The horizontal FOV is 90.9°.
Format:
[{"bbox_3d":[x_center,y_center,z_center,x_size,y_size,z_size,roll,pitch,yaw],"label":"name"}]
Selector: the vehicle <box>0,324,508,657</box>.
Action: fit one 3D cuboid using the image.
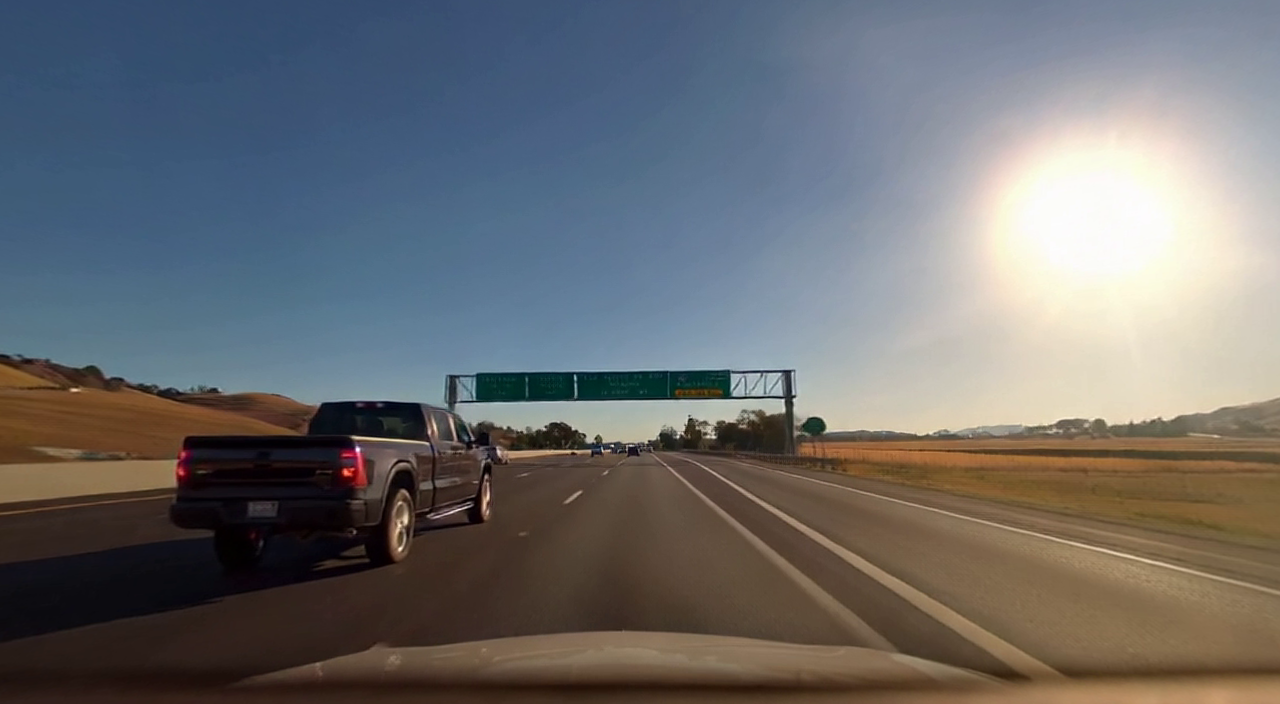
[{"bbox_3d":[-3.500,1.296,7.067,2.601,2.084,6.068,0,-8,1],"label":"vehicle"}]
